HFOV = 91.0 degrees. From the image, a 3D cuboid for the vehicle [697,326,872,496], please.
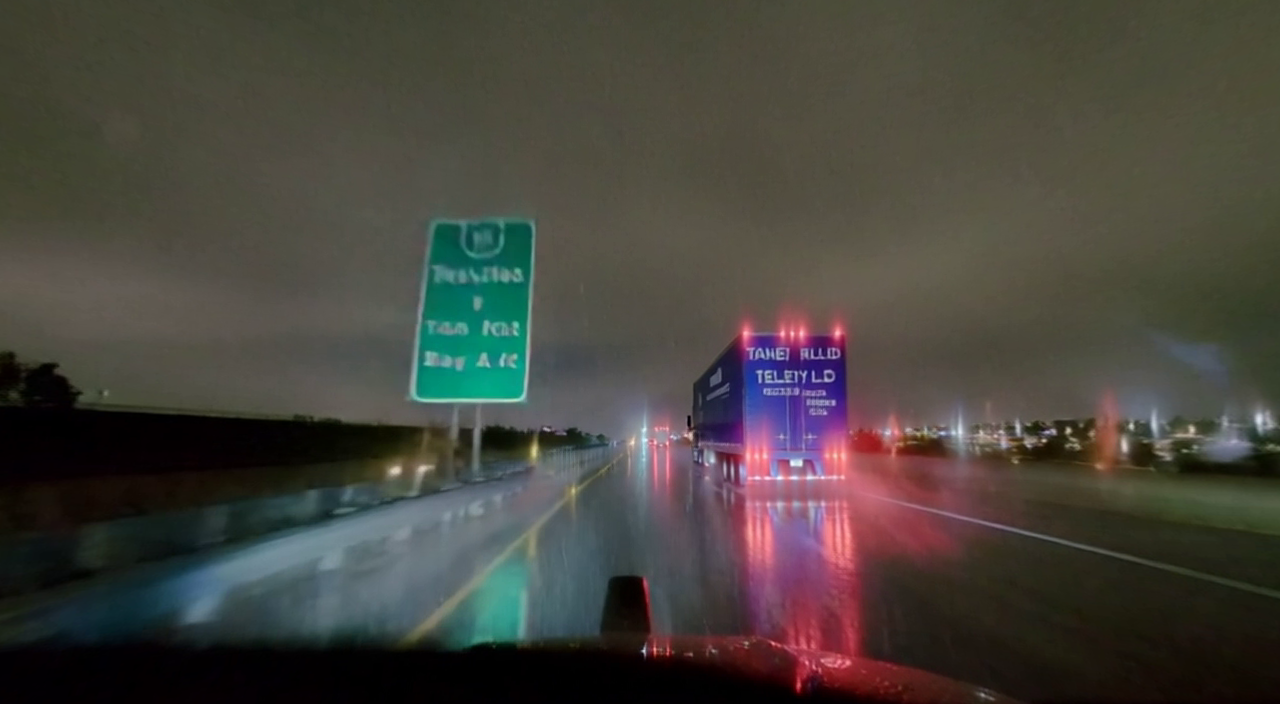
[{"bbox_3d":[4.107,2.401,22.259,3.006,4.093,14.142,0,-8,1],"label":"vehicle"}]
